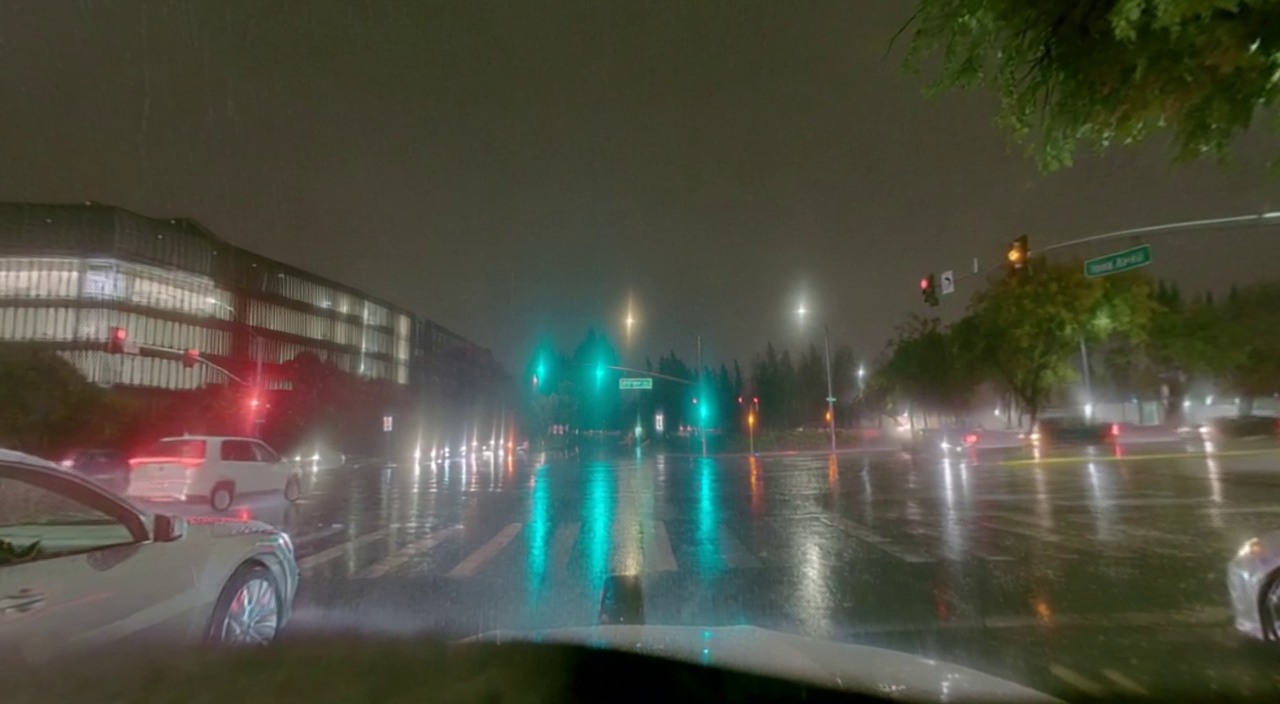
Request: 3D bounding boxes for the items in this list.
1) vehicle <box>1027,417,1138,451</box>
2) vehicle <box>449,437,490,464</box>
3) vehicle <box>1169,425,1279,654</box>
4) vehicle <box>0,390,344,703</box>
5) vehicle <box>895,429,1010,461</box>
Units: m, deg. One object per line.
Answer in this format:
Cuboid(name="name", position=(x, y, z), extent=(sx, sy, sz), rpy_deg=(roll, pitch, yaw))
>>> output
Cuboid(name="vehicle", position=(24.485, 4.547, 35.087), extent=(4.611, 1.797, 2.096), rpy_deg=(0, -8, -2))
Cuboid(name="vehicle", position=(-12.797, 7.412, 47.603), extent=(2.051, 1.715, 4.346), rpy_deg=(-2, -6, -2))
Cuboid(name="vehicle", position=(4.940, 0.982, 2.559), extent=(1.949, 1.449, 4.530), rpy_deg=(-1, -8, 5))
Cuboid(name="vehicle", position=(-3.068, 0.886, 2.153), extent=(1.919, 1.478, 4.720), rpy_deg=(0, -8, -1))
Cuboid(name="vehicle", position=(15.554, 4.643, 31.619), extent=(4.660, 1.495, 2.007), rpy_deg=(0, -8, -2))
